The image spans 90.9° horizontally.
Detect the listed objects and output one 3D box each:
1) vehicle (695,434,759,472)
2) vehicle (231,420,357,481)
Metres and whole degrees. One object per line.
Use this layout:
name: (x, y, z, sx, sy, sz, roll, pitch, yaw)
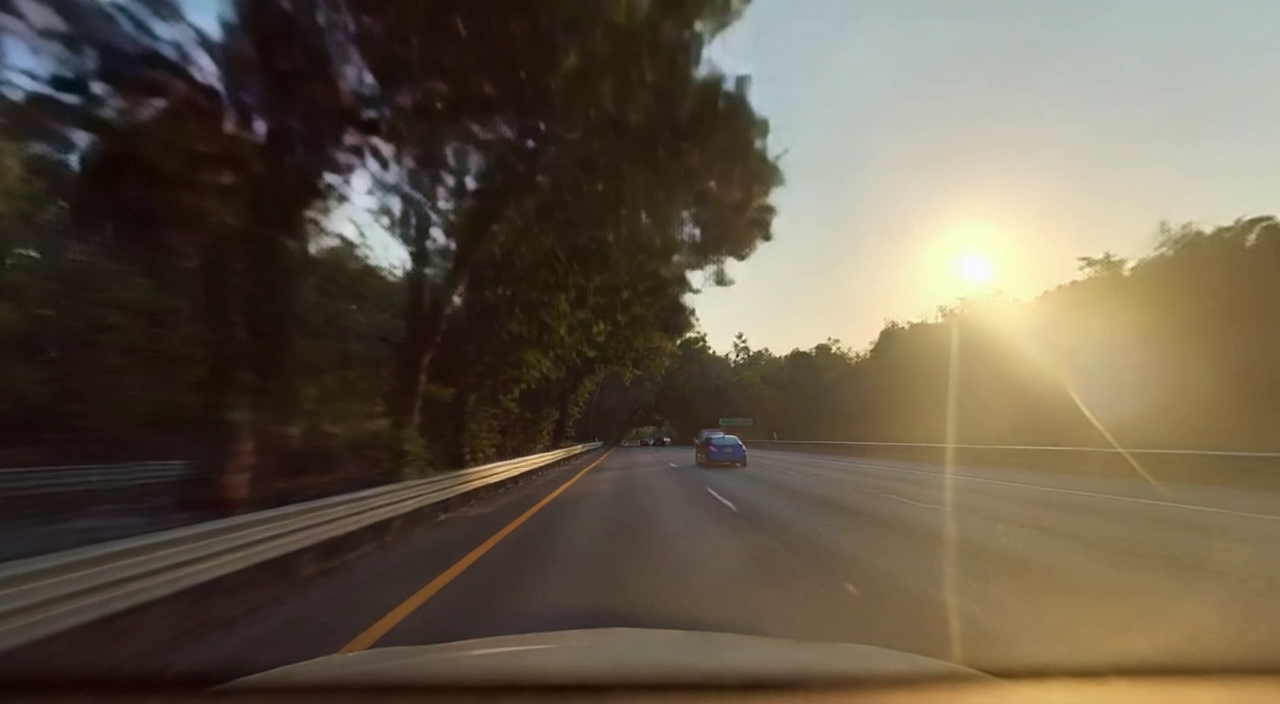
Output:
vehicle: (3.656, 4.312, 27.336, 2.017, 1.502, 4.369, 0, -8, -2)
vehicle: (-17.182, 4.905, 31.845, 2.901, 2.760, 6.043, 0, -8, 0)
